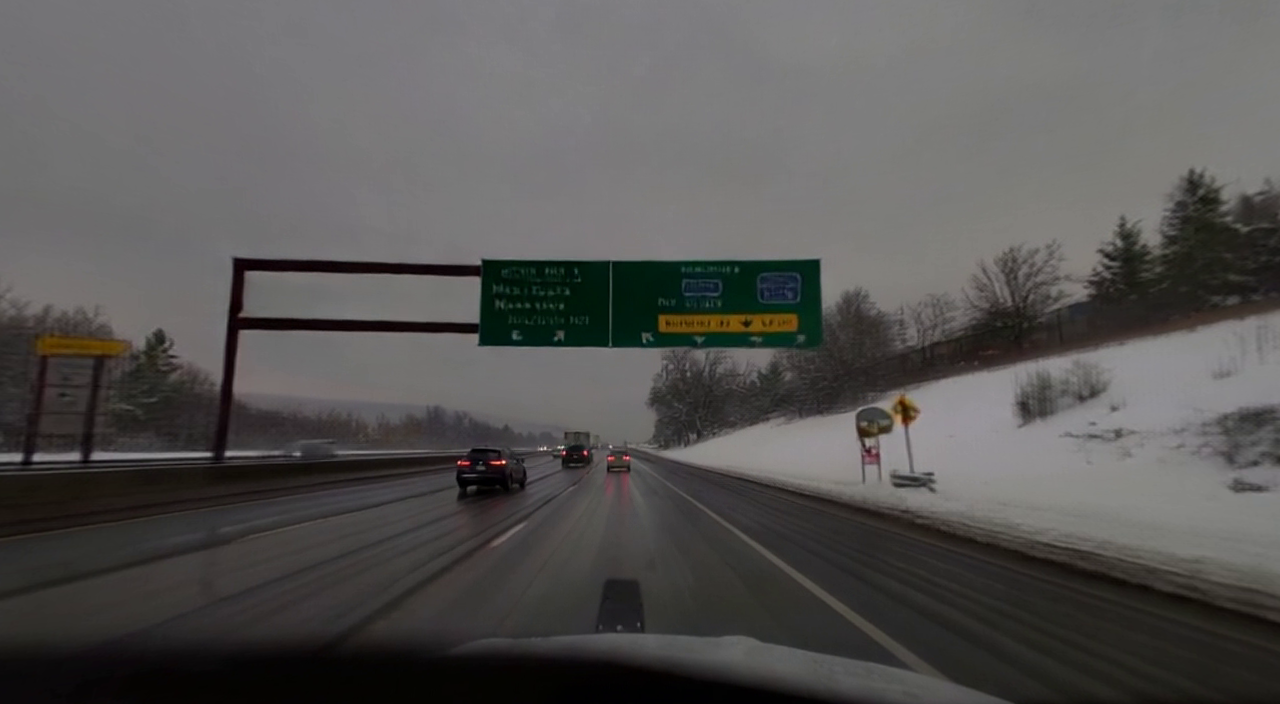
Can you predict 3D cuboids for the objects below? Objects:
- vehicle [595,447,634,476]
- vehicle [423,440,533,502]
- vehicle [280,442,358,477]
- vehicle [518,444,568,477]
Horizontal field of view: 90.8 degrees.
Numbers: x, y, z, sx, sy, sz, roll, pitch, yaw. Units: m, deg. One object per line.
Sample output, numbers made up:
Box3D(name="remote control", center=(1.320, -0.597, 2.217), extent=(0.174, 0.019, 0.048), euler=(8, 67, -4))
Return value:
Box3D(name="vehicle", center=(-1.415, 6.002, 34.810), extent=(1.988, 1.440, 4.201), euler=(0, -9, -3))
Box3D(name="vehicle", center=(-4.653, 3.481, 18.867), extent=(2.208, 1.619, 4.162), euler=(0, -9, -1))
Box3D(name="vehicle", center=(-15.402, 5.171, 30.509), extent=(1.869, 1.545, 3.739), euler=(0, -9, -2))
Box3D(name="vehicle", center=(-5.202, 5.865, 34.292), extent=(2.118, 1.624, 4.032), euler=(0, -9, -1))
